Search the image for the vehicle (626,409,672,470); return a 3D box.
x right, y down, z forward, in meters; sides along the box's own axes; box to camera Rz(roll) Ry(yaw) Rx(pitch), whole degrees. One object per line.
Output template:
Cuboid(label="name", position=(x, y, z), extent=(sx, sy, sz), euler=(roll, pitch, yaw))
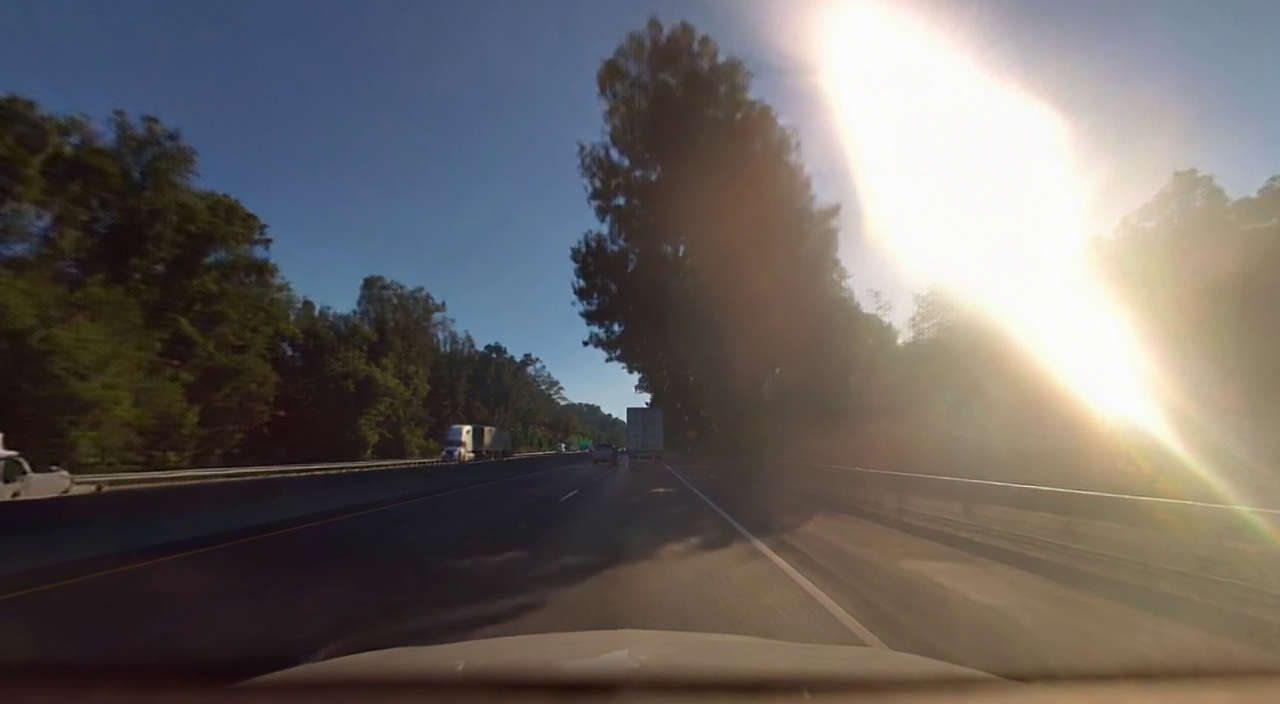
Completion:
Cuboid(label="vehicle", position=(0.530, 6.565, 46.646), extent=(3.024, 3.965, 10.399), euler=(0, -9, -1))
